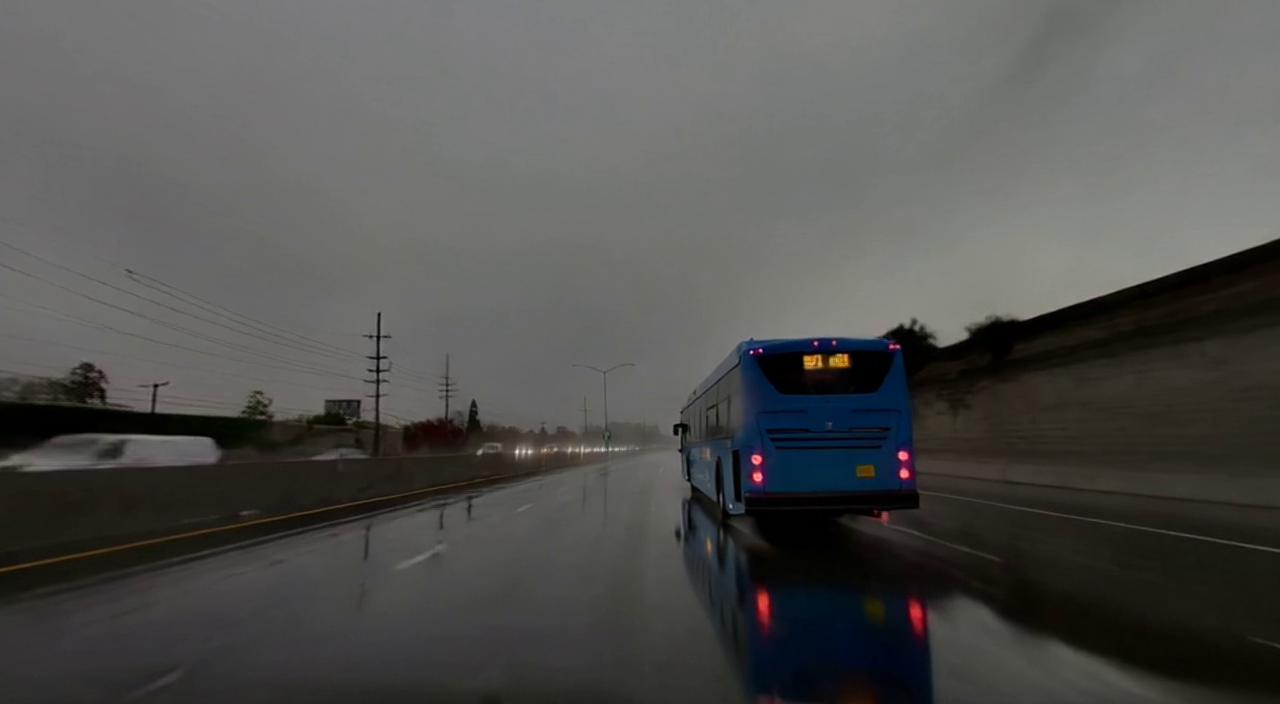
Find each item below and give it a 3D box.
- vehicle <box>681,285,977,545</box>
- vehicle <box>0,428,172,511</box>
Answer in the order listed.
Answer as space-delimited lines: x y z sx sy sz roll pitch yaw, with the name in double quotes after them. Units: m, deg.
3.040 1.904 16.001 3.144 3.580 14.591 0 -8 1 "vehicle"
-15.653 3.002 16.568 2.263 1.881 5.692 0 -9 2 "vehicle"
